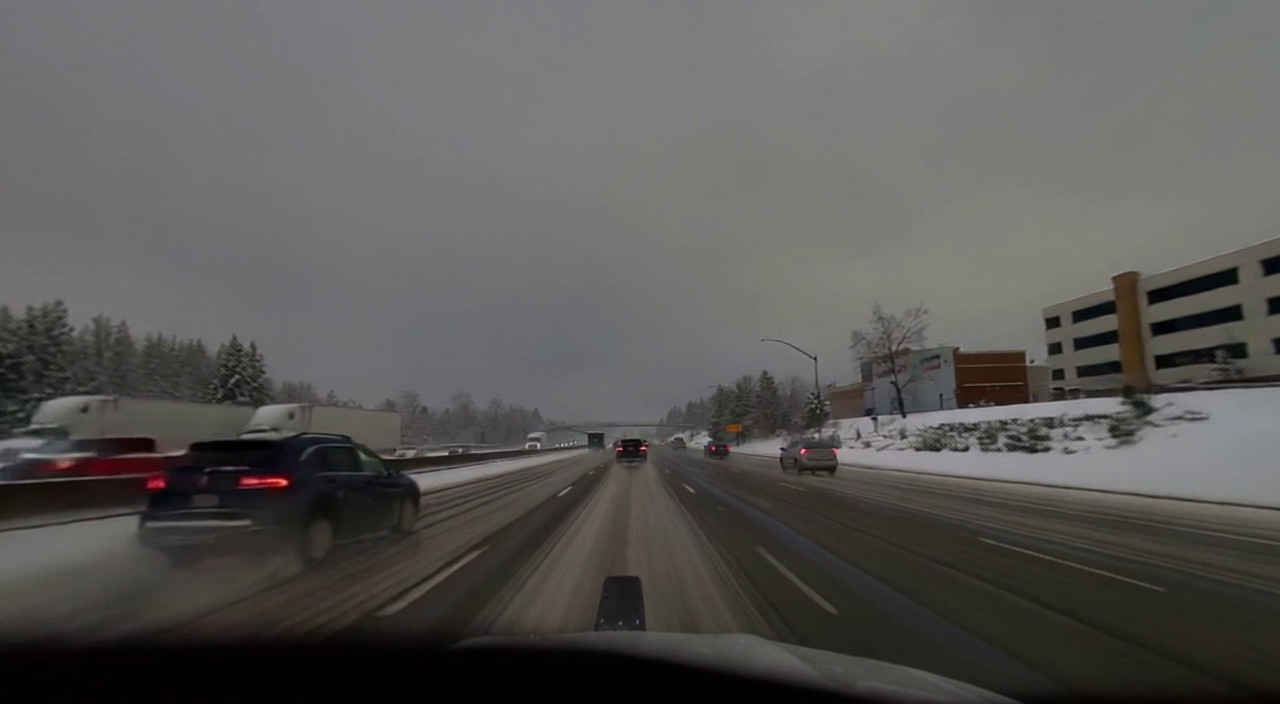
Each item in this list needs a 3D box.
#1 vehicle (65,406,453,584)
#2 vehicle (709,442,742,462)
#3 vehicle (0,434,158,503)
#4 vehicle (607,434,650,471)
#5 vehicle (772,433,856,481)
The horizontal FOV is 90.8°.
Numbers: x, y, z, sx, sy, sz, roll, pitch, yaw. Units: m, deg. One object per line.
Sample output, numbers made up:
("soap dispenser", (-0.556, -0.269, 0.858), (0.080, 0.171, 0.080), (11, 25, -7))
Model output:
("vehicle", (-4.220, 1.669, 8.225), (2.126, 1.631, 4.643), (0, -8, 0))
("vehicle", (6.632, 7.795, 49.269), (1.879, 1.428, 4.402), (0, -9, -1))
("vehicle", (-13.788, 2.743, 15.210), (1.599, 1.438, 3.419), (0, -9, 0))
("vehicle", (-0.528, 5.089, 32.139), (2.002, 1.759, 4.658), (0, -8, 0))
("vehicle", (6.540, 3.993, 24.232), (1.944, 1.666, 4.184), (0, -9, -1))
